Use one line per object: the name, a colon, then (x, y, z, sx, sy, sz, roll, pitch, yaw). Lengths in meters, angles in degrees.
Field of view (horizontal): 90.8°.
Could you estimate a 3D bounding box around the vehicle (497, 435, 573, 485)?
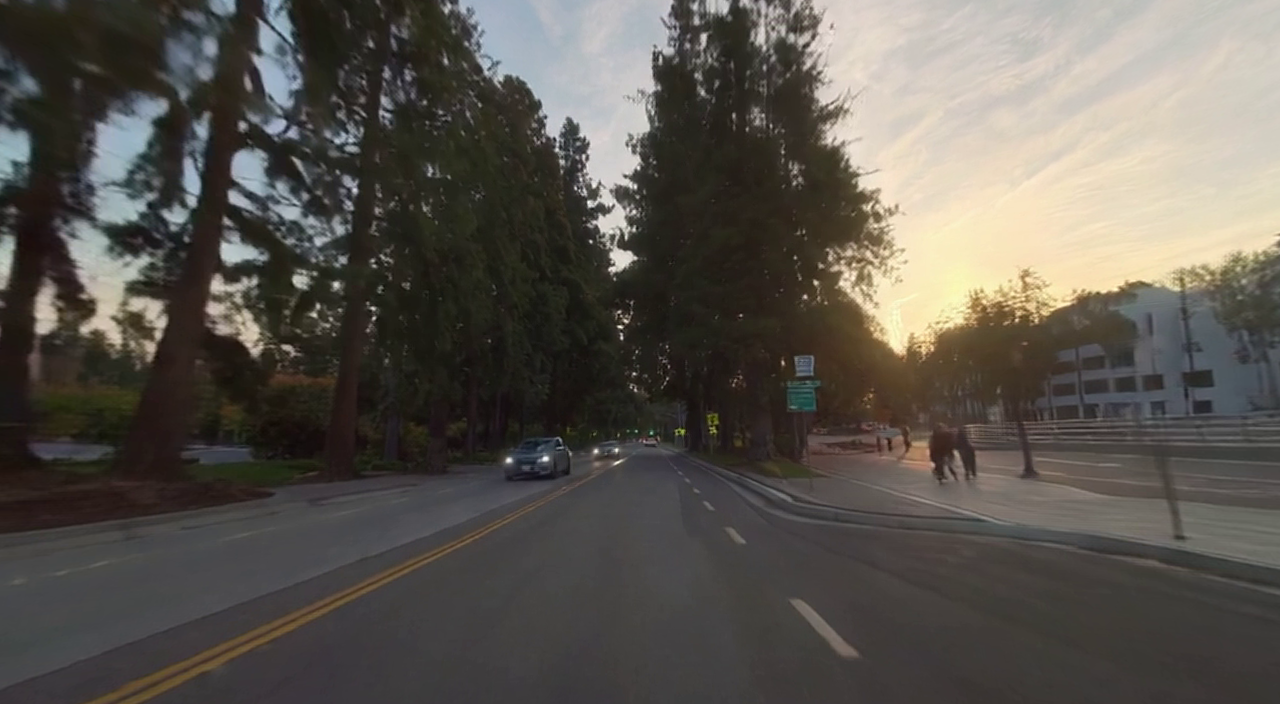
vehicle: (-3.647, 3.811, 22.689, 1.898, 1.606, 3.927, -1, -8, 3)
